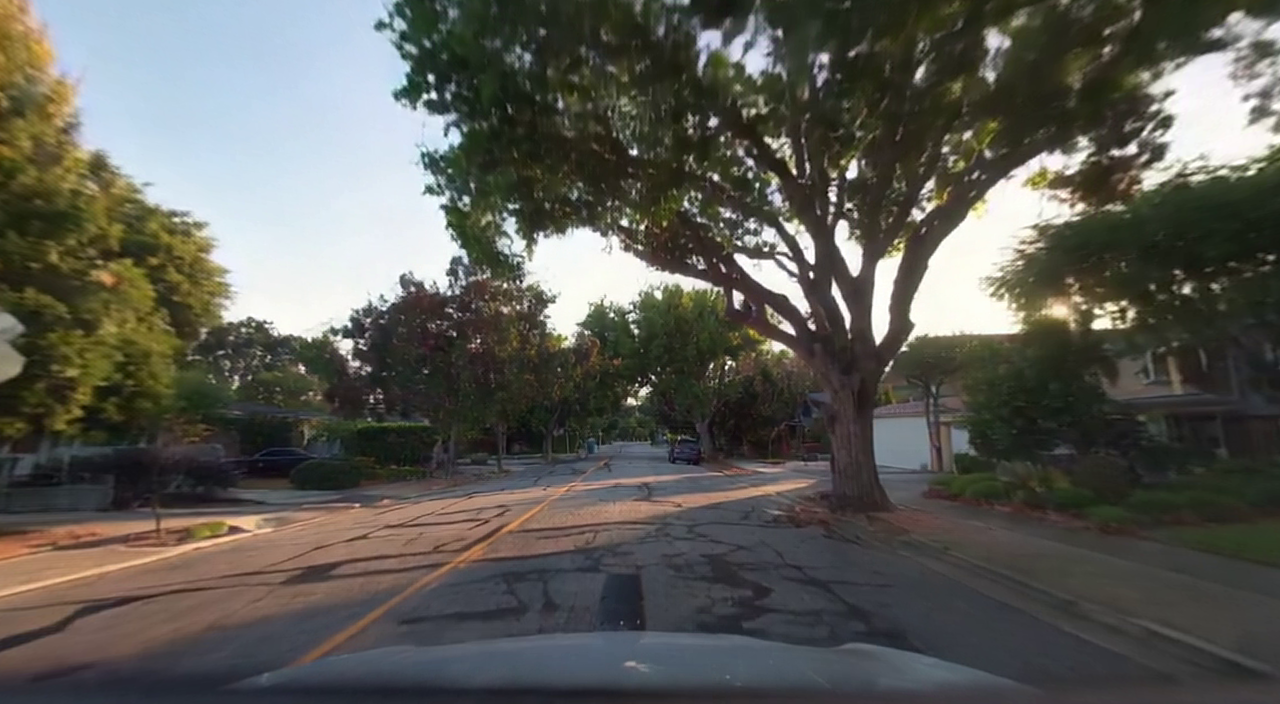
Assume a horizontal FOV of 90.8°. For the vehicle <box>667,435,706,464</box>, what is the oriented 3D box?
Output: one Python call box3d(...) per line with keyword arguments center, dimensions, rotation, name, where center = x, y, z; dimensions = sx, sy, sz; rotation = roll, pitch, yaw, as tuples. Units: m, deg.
box3d(center=(2.826, 6.076, 39.458), dimensions=(2.086, 1.726, 4.384), rotation=(0, -9, -1), name="vehicle")
